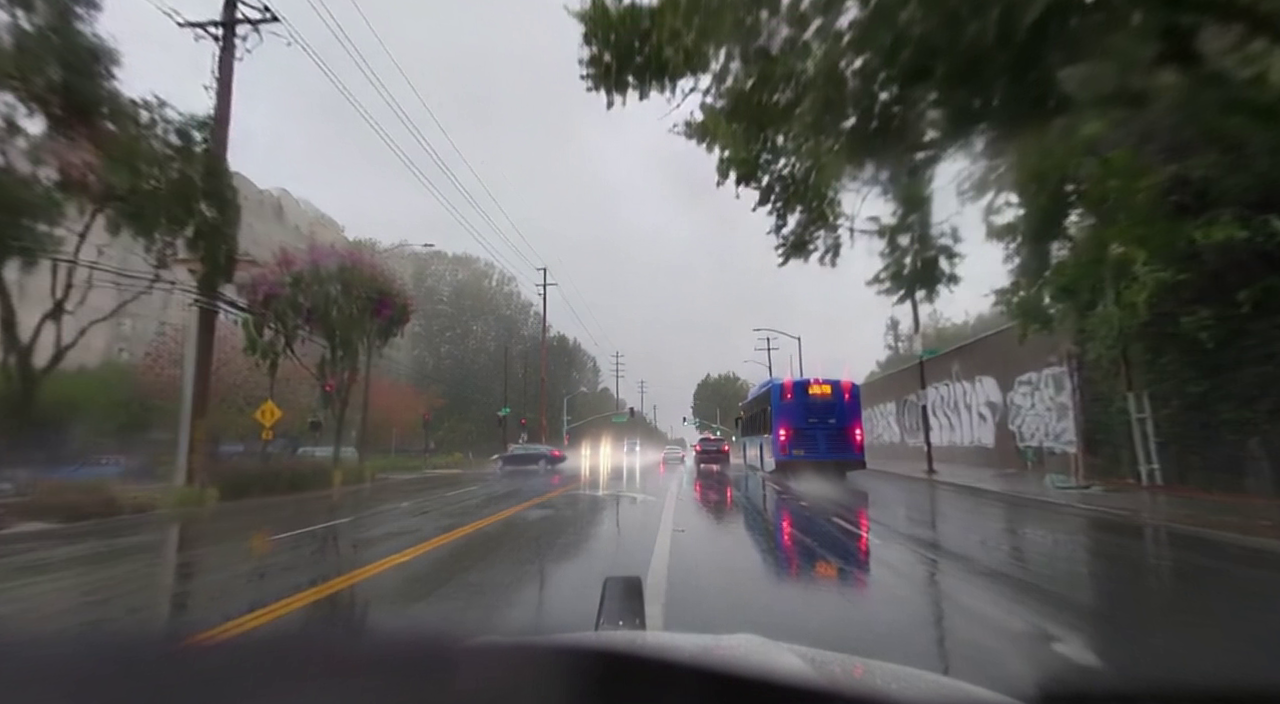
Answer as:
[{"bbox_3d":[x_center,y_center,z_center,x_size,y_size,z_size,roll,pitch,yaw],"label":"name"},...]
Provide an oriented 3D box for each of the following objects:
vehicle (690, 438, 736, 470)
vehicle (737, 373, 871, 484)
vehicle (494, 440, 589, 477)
[{"bbox_3d":[3.547,5.021,31.423,1.961,1.470,4.196,-1,-8,3],"label":"vehicle"},{"bbox_3d":[6.125,3.311,26.217,3.045,3.447,12.604,-1,-8,4],"label":"vehicle"},{"bbox_3d":[-4.561,4.806,28.820,4.420,1.544,2.018,-8,-12,44],"label":"vehicle"}]
